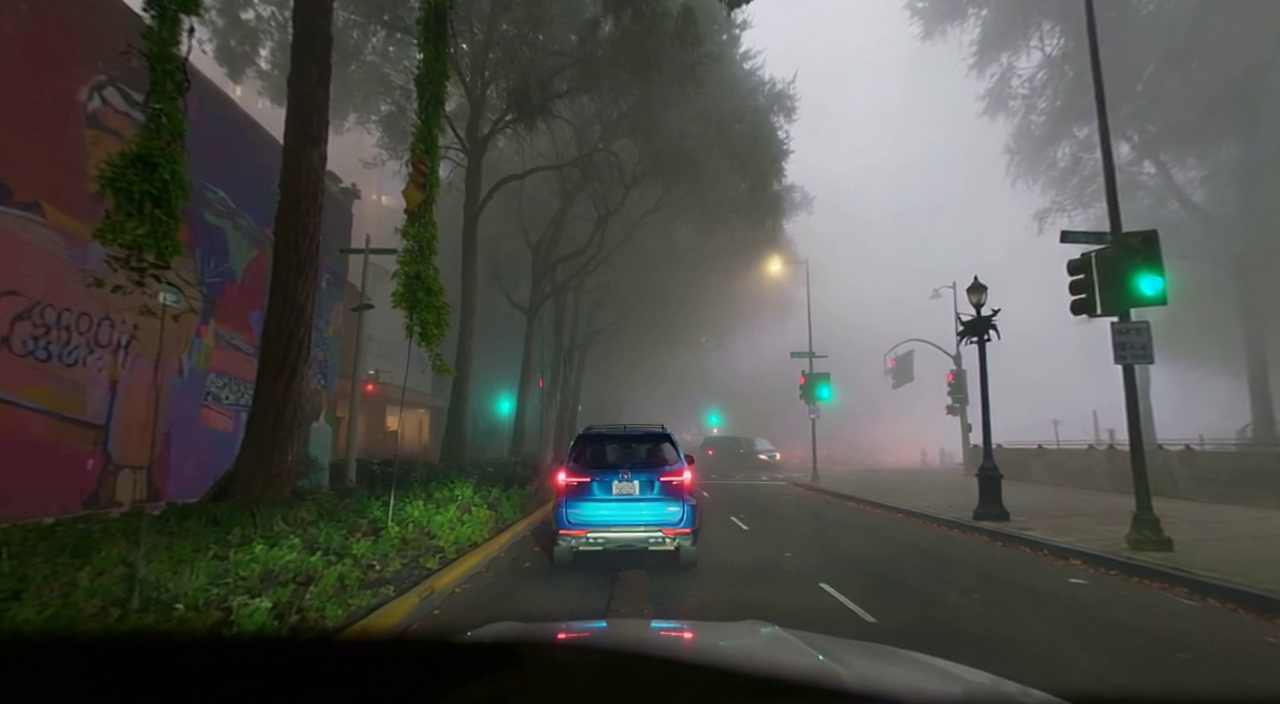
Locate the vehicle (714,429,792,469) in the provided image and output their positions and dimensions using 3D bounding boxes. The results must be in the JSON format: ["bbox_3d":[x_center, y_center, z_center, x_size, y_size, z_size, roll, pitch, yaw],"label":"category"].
[{"bbox_3d":[6.531,5.509,35.784,2.448,2.063,5.513,-5,-10,31],"label":"vehicle"}]

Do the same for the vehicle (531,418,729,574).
[{"bbox_3d":[-0.121,1.806,8.658,2.079,1.621,3.861,0,-8,0],"label":"vehicle"}]
